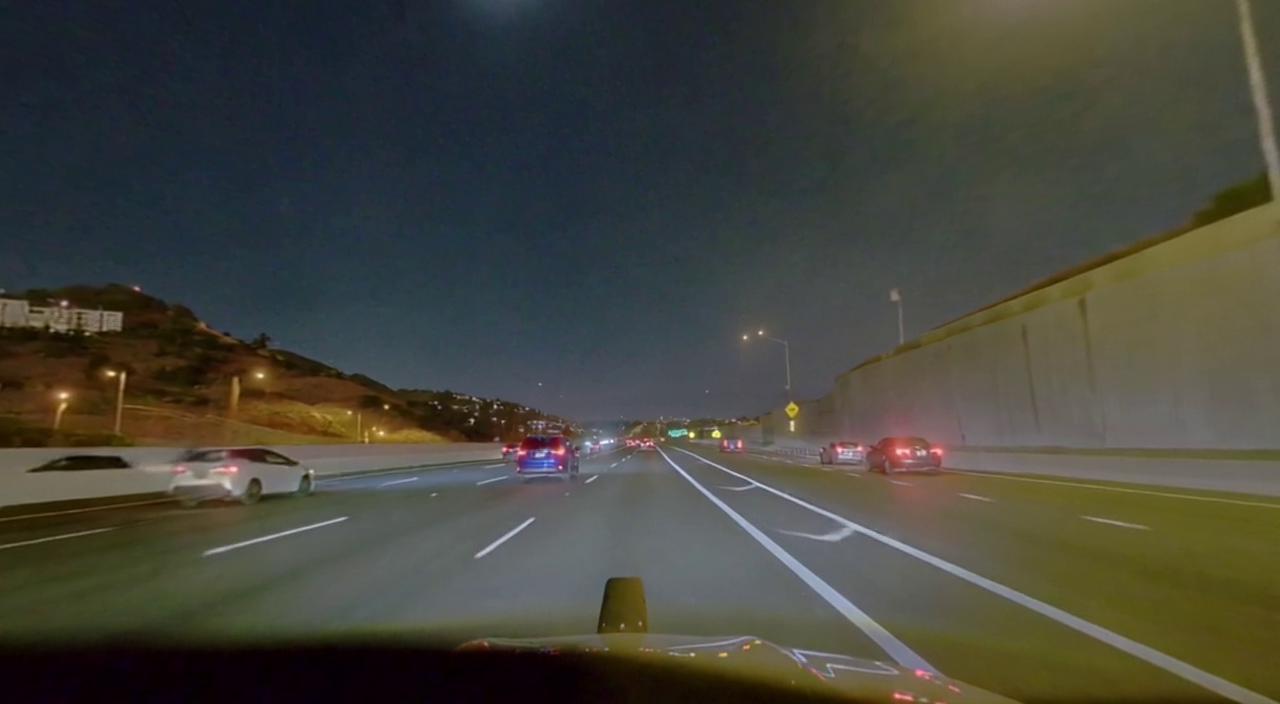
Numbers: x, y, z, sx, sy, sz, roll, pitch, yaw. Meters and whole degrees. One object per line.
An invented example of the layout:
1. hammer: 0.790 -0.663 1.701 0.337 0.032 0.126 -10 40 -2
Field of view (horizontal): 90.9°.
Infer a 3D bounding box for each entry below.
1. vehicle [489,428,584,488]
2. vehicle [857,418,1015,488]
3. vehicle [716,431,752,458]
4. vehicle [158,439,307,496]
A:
1. vehicle: -3.297 3.514 21.249 2.210 1.730 5.133 -1 -8 1
2. vehicle: 7.912 2.751 17.485 2.122 1.646 4.491 -1 -8 -1
3. vehicle: 6.860 6.828 46.629 2.172 1.824 5.031 -1 -8 3
4. vehicle: -13.987 3.952 22.081 2.049 1.707 4.743 -1 -8 0
